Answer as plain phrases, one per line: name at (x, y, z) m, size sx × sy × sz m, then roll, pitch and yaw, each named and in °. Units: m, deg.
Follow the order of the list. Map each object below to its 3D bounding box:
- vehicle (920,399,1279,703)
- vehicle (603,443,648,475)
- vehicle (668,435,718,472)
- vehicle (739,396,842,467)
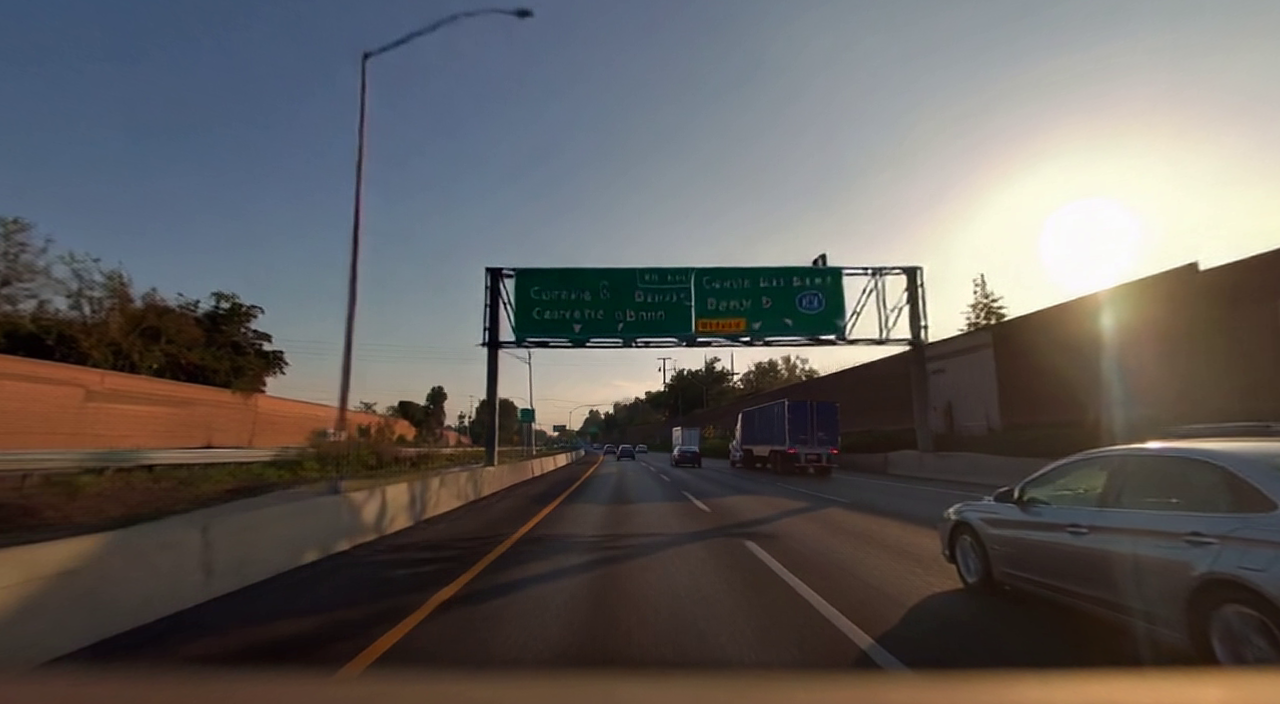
vehicle at (3.439, 1.056, 3.357) m, size 1.922 × 1.465 × 4.165 m, roll 0°, pitch -9°, yaw -1°
vehicle at (-0.732, 5.293, 31.483) m, size 2.083 × 1.477 × 3.965 m, roll 0°, pitch -9°, yaw -2°
vehicle at (2.801, 5.529, 34.452) m, size 2.114 × 1.849 × 4.692 m, roll 0°, pitch -9°, yaw -3°
vehicle at (9.986, 5.785, 44.653) m, size 2.914 × 4.134 × 15.553 m, roll 0°, pitch -9°, yaw -2°
